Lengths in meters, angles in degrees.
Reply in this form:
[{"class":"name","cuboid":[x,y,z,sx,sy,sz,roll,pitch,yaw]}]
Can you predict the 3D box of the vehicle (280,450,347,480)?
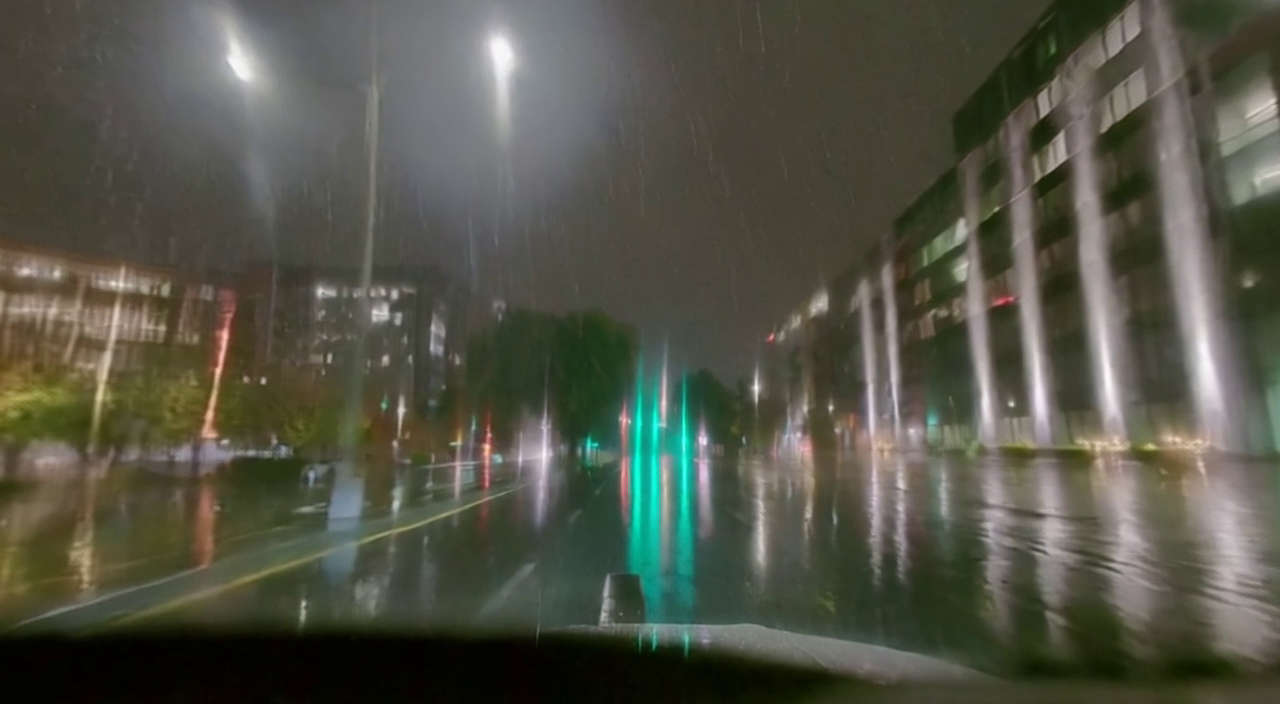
[{"class":"vehicle","cuboid":[-21.947,7.570,42.738,1.922,1.821,4.729,0,-8,1]}]
